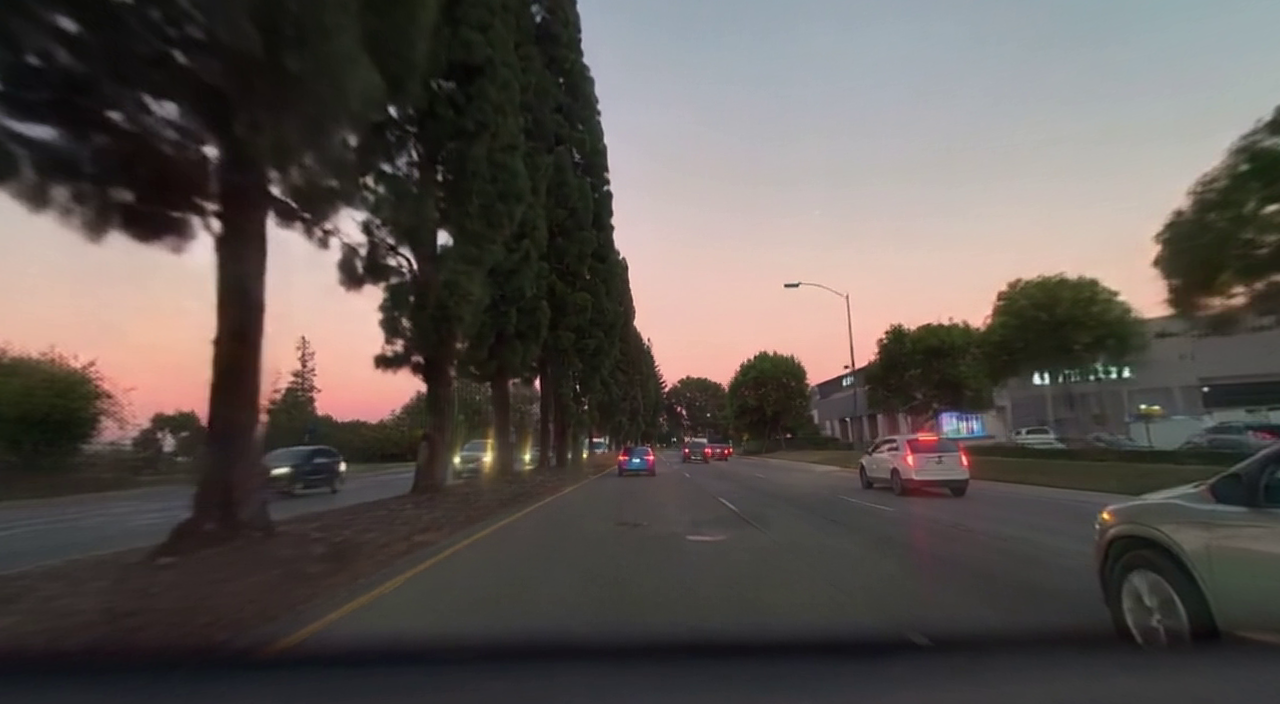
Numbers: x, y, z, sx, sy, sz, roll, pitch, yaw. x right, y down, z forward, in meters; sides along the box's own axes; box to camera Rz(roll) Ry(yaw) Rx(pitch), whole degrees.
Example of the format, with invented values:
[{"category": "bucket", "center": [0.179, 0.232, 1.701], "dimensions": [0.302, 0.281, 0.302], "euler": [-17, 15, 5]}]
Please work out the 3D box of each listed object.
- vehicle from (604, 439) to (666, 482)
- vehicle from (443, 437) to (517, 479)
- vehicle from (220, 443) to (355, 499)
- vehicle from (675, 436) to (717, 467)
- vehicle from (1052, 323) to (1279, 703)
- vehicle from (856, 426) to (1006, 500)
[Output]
[{"category": "vehicle", "center": [-0.144, 4.375, 25.564], "dimensions": [2.315, 1.563, 4.080], "euler": [0, -9, 1]}, {"category": "vehicle", "center": [-7.961, 5.317, 31.872], "dimensions": [2.262, 1.920, 5.604], "euler": [0, -9, 0]}, {"category": "vehicle", "center": [-12.102, 4.070, 21.966], "dimensions": [2.021, 1.712, 4.469], "euler": [0, -9, 1]}, {"category": "vehicle", "center": [4.130, 7.485, 47.387], "dimensions": [2.716, 2.131, 5.766], "euler": [0, -9, 1]}, {"category": "vehicle", "center": [3.493, 0.623, 1.398], "dimensions": [2.090, 1.763, 4.560], "euler": [0, -9, 1]}, {"category": "vehicle", "center": [7.866, 3.044, 17.573], "dimensions": [2.090, 1.768, 4.407], "euler": [0, -9, 0]}]
